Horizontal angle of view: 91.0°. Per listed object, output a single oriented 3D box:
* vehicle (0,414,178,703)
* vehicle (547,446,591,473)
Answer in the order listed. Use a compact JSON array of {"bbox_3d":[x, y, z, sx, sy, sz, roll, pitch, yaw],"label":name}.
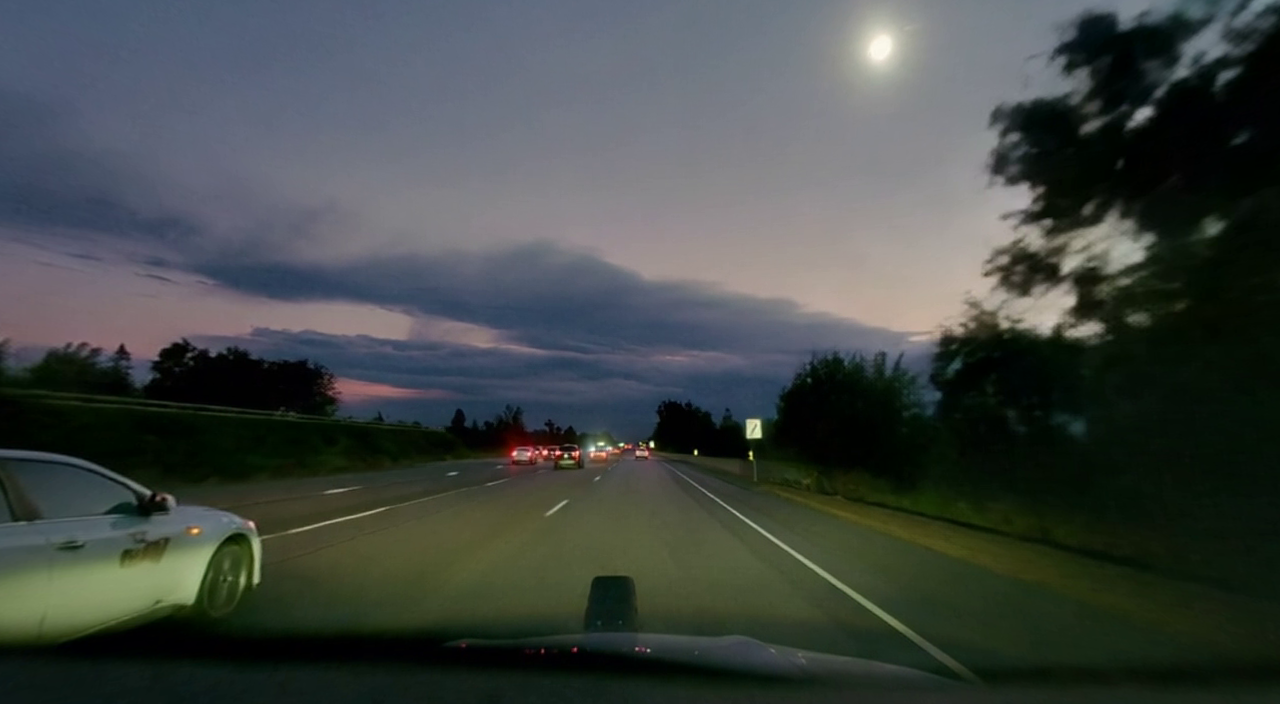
[{"bbox_3d":[-3.804,0.833,1.517,1.965,1.485,4.460,0,-9,0],"label":"vehicle"},{"bbox_3d":[-4.140,6.317,37.259,2.120,1.458,4.031,0,-9,1],"label":"vehicle"}]
